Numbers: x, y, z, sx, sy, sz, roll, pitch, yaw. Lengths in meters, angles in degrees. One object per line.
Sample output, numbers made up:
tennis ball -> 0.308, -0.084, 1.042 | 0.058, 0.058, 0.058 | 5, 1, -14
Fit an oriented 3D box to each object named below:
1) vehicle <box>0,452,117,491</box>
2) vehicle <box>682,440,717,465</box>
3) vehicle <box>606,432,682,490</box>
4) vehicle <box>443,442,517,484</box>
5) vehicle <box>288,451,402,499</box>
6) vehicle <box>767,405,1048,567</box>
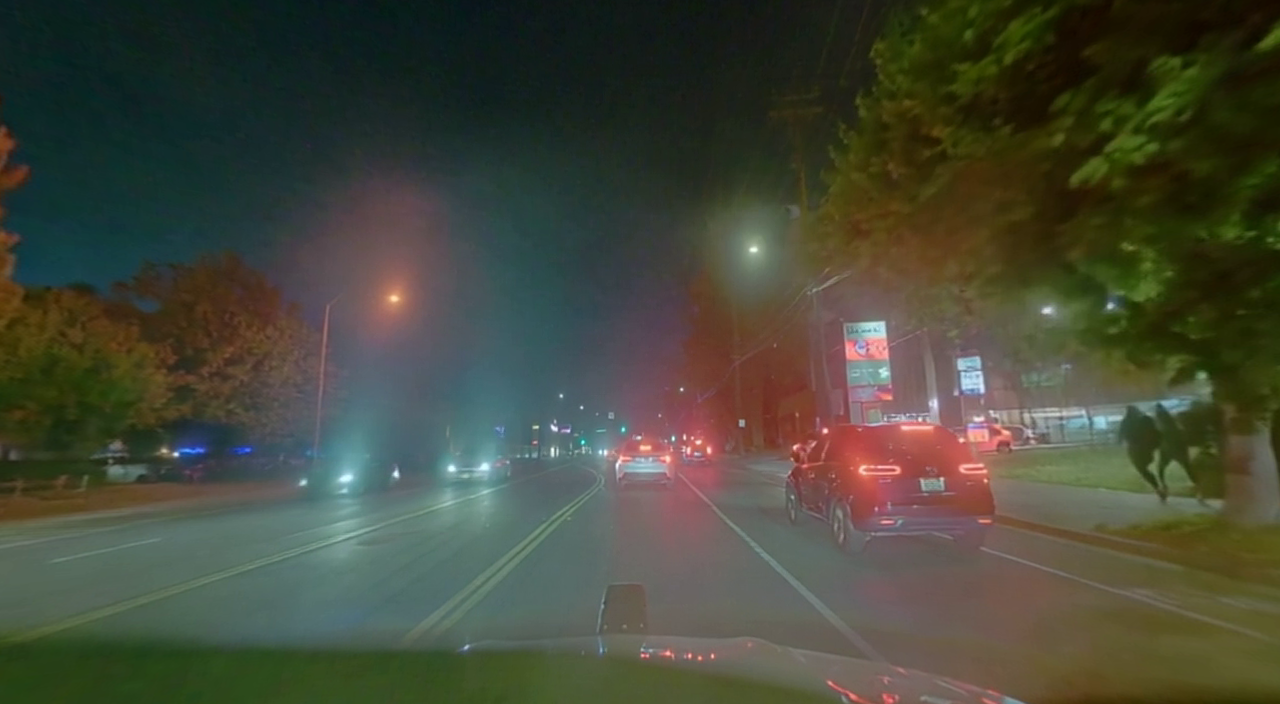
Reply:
vehicle -> -22.865, 4.485, 23.904 | 4.046, 1.394, 2.134 | 0, -9, -2
vehicle -> 3.819, 6.521, 40.978 | 1.880, 1.503, 4.130 | 0, -9, 0
vehicle -> 0.114, 3.496, 20.498 | 2.200, 1.653, 4.127 | 0, -8, 0
vehicle -> -6.762, 4.717, 27.211 | 2.008, 1.638, 4.552 | 0, -8, 0
vehicle -> -10.527, 4.396, 22.925 | 1.967, 1.494, 4.483 | 0, -9, 0
vehicle -> 3.340, 1.778, 9.093 | 2.024, 1.711, 4.512 | 0, -8, 0
